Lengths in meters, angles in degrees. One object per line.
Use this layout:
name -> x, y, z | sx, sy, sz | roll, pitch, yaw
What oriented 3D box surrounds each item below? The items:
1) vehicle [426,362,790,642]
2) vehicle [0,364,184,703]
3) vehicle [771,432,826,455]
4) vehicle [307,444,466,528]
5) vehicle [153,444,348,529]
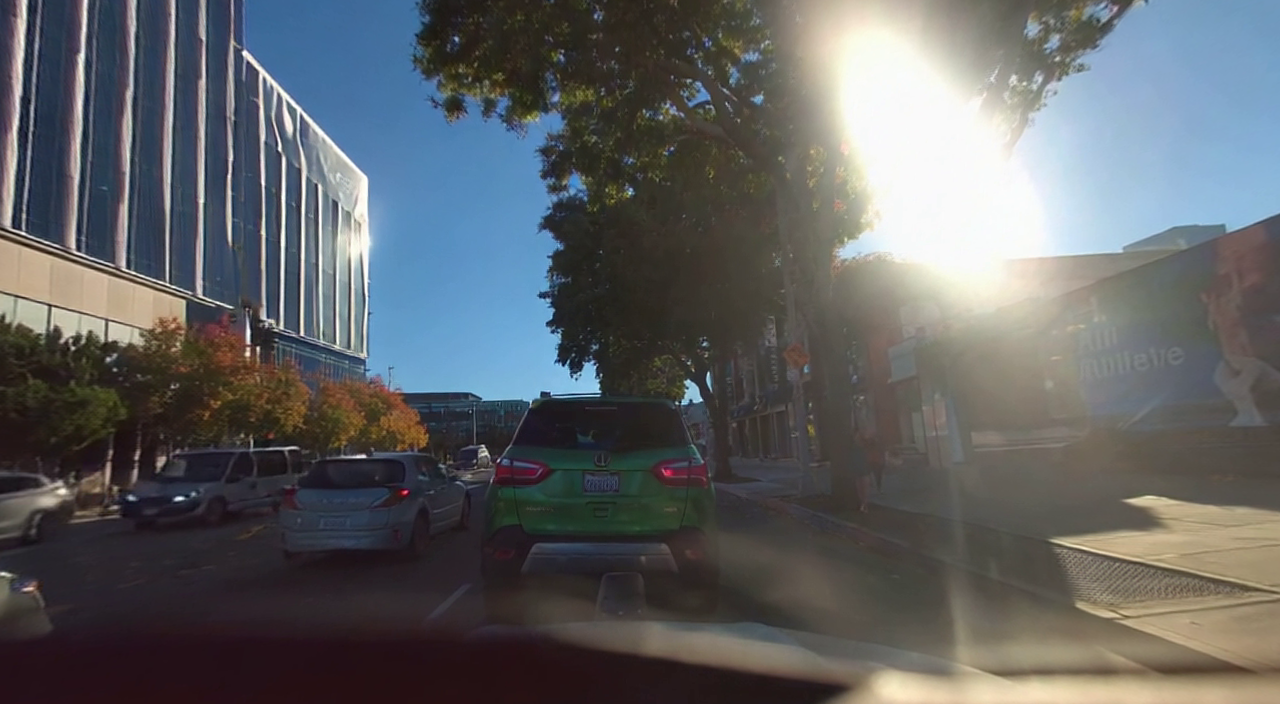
vehicle -> -0.334, 1.353, 6.701 | 2.531, 1.930, 4.382 | 0, -8, -3
vehicle -> -3.224, 0.684, 0.892 | 1.971, 1.658, 4.428 | 0, -8, -3
vehicle -> 10.338, 5.970, 41.010 | 1.877, 1.416, 3.965 | -8, -12, 39
vehicle -> -5.102, 2.702, 13.460 | 1.876, 1.448, 4.464 | 0, -8, -5
vehicle -> -8.949, 3.060, 15.072 | 1.937, 1.681, 4.297 | 0, -8, -1
